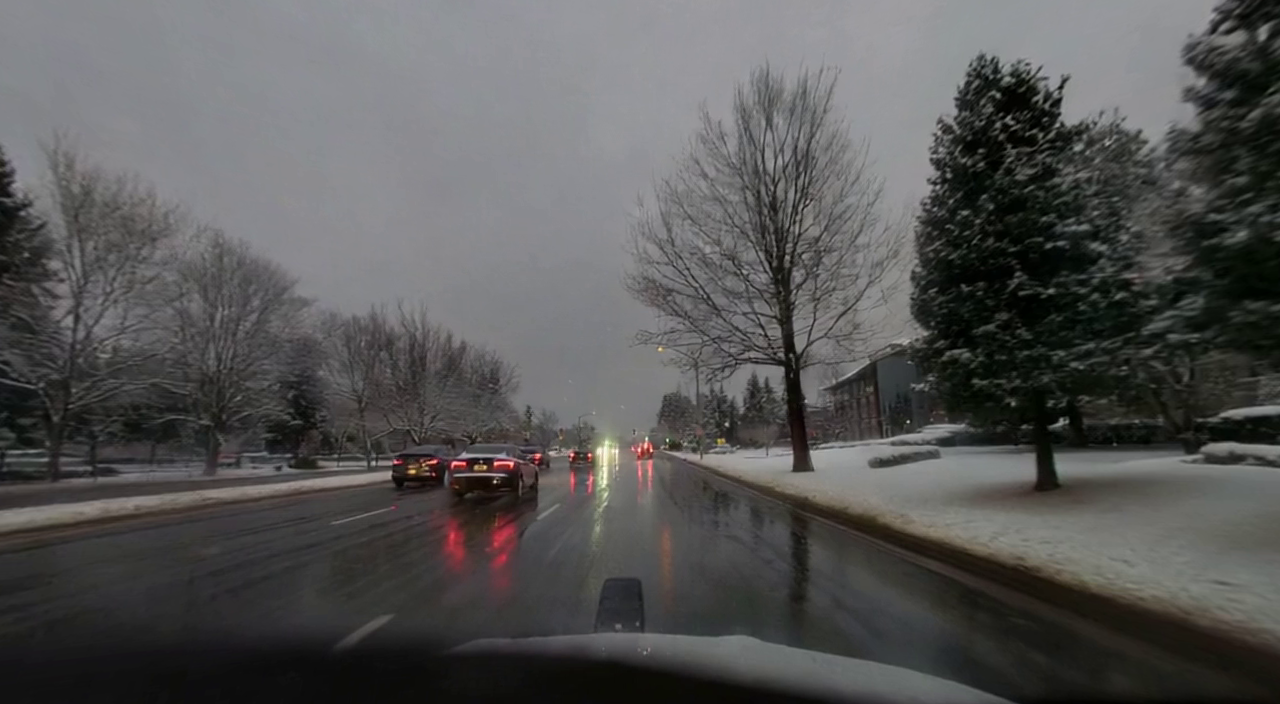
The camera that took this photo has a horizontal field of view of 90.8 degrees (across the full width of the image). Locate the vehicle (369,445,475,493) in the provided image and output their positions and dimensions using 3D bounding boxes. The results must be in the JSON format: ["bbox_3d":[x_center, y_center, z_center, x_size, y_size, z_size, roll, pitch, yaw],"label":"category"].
[{"bbox_3d":[-7.532,4.061,22.441,1.976,1.497,4.709,0,-9,2],"label":"vehicle"}]

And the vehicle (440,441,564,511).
[{"bbox_3d":[-3.250,3.012,15.956,2.011,1.483,4.596,0,-9,1],"label":"vehicle"}]

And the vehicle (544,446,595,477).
[{"bbox_3d":[-3.446,5.433,31.647,1.971,1.414,4.317,0,-9,2],"label":"vehicle"}]
